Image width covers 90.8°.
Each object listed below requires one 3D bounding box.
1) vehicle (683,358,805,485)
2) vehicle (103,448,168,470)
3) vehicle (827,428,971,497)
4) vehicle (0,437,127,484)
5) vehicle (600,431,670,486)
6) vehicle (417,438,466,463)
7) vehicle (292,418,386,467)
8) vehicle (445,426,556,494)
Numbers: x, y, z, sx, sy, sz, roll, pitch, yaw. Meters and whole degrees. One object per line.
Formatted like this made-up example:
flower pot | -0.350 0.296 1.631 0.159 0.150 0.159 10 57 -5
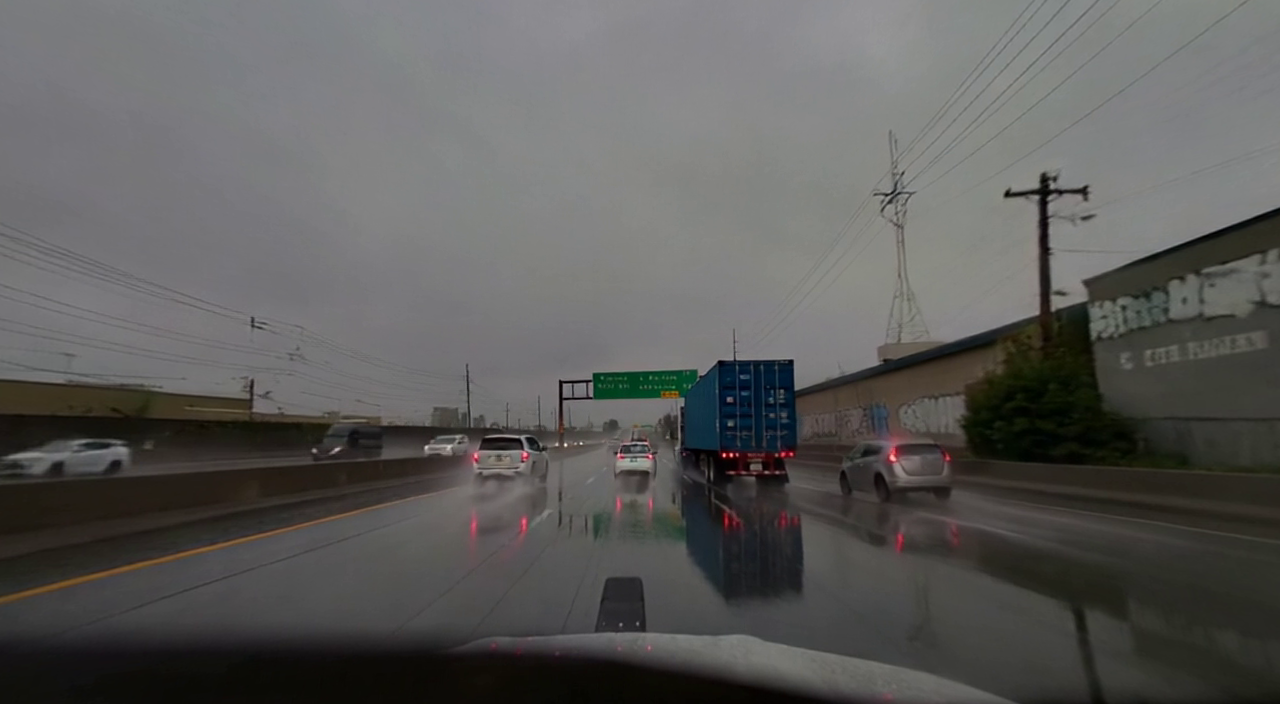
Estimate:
vehicle | 3.755 3.169 26.703 2.800 4.039 13.179 0 -9 -1
vehicle | -37.280 7.890 46.829 1.801 1.569 3.898 1 -9 -5
vehicle | 7.259 3.160 18.385 2.202 1.731 4.628 0 -9 0
vehicle | -23.309 4.268 25.165 2.015 1.698 4.521 0 -9 -3
vehicle | -0.182 3.618 21.704 2.191 1.685 4.015 0 -9 -1
vehicle | -13.080 6.501 41.923 1.925 1.567 4.342 0 -9 -1
vehicle | -20.539 6.312 43.742 2.772 3.069 7.347 0 -9 1
vehicle | -4.070 3.269 19.426 2.264 1.804 4.584 0 -9 1
